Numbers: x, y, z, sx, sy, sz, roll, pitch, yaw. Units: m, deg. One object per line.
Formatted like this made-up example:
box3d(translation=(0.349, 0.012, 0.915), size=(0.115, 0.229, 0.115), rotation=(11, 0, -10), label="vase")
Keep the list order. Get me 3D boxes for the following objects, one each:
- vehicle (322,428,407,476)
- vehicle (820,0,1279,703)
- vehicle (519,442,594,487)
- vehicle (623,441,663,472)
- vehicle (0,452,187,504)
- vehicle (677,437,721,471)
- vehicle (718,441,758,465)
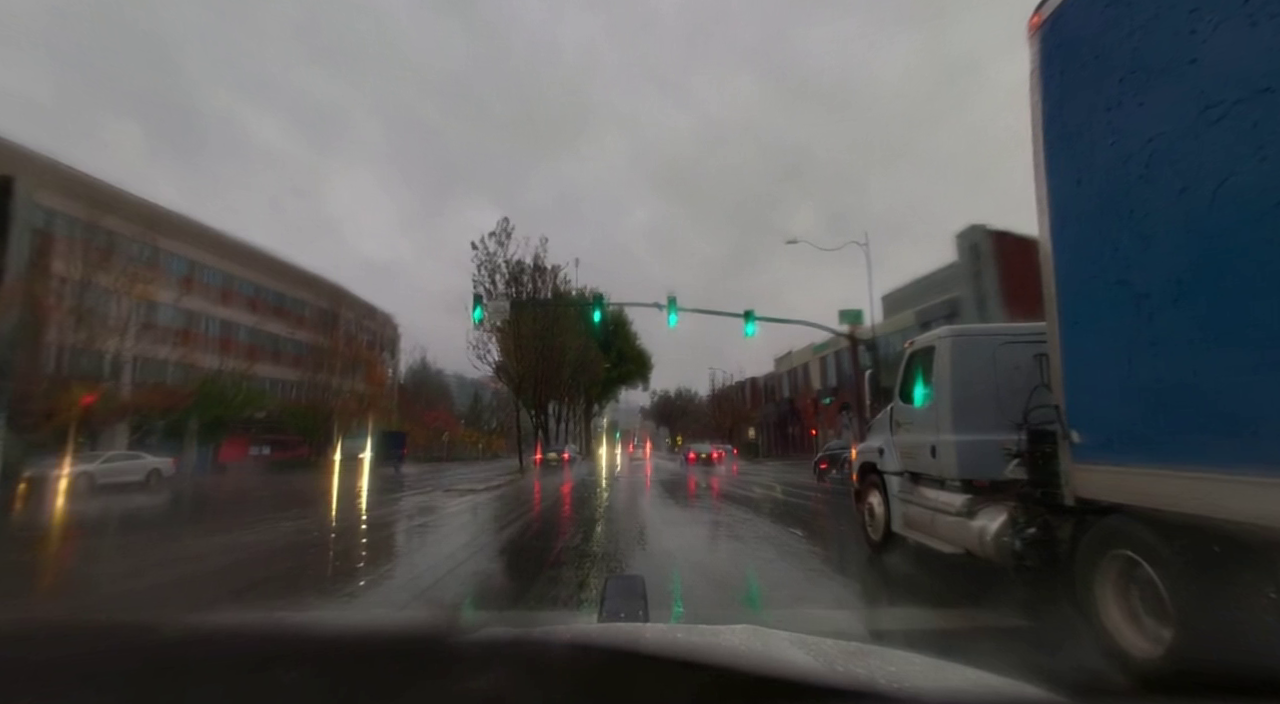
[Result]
box3d(translation=(-18.258, 6.689, 42.362), size=(2.473, 2.894, 7.075), rotation=(0, -8, 0), label="vehicle")
box3d(translation=(3.920, -0.003, 4.187), size=(3.006, 3.679, 8.506), rotation=(0, -8, 1), label="vehicle")
box3d(translation=(-3.096, 4.295, 24.490), size=(2.211, 1.537, 4.666), rotation=(0, -8, 1), label="vehicle")
box3d(translation=(0.144, 6.219, 37.763), size=(2.276, 1.704, 3.925), rotation=(0, -8, -1), label="vehicle")
box3d(translation=(-18.353, 4.182, 21.475), size=(1.875, 1.465, 5.291), rotation=(0, -8, 0), label="vehicle")
box3d(translation=(3.558, 6.275, 38.966), size=(2.196, 1.908, 4.412), rotation=(0, -8, -1), label="vehicle")
box3d(translation=(7.560, 7.848, 49.177), size=(2.174, 1.793, 5.061), rotation=(0, -8, -1), label="vehicle")
